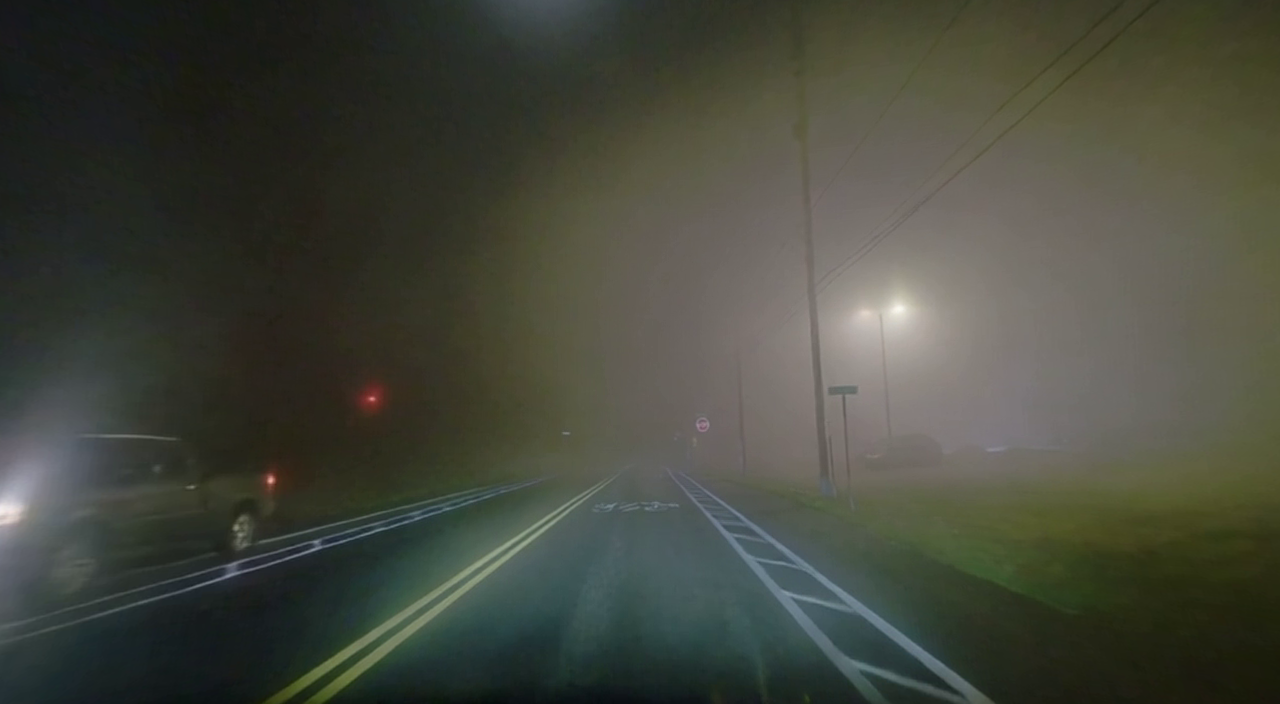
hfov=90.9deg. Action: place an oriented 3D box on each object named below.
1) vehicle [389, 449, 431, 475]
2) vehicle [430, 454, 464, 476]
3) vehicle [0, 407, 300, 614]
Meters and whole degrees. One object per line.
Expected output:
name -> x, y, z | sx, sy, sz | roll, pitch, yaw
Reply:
vehicle -> -17.593, 8.452, 48.360 | 1.849, 1.831, 3.980 | -1, -11, -4
vehicle -> -14.392, 8.405, 47.197 | 1.739, 1.539, 3.548 | 1, -9, -6
vehicle -> -6.429, 1.825, 7.778 | 1.992, 1.797, 4.372 | -3, -10, 0
